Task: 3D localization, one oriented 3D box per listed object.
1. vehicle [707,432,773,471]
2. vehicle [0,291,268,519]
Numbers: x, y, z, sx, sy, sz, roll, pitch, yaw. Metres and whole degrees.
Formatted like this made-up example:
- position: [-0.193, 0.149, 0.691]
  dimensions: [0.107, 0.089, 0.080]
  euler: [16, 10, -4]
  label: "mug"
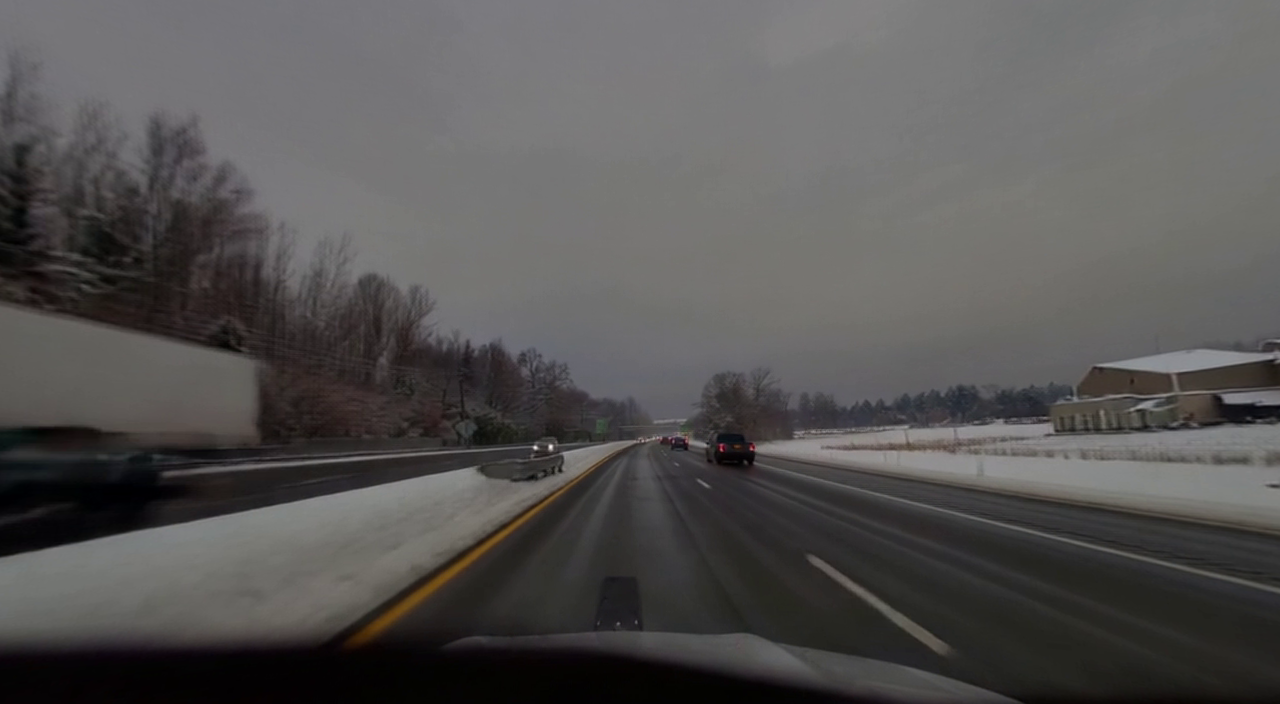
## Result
- position: [4.185, 4.234, 26.970]
  dimensions: [2.024, 1.516, 4.197]
  euler: [0, -8, -1]
  label: "vehicle"
- position: [-12.981, 1.103, 12.344]
  dimensions: [2.930, 4.068, 13.664]
  euler: [0, -8, 0]
  label: "vehicle"
